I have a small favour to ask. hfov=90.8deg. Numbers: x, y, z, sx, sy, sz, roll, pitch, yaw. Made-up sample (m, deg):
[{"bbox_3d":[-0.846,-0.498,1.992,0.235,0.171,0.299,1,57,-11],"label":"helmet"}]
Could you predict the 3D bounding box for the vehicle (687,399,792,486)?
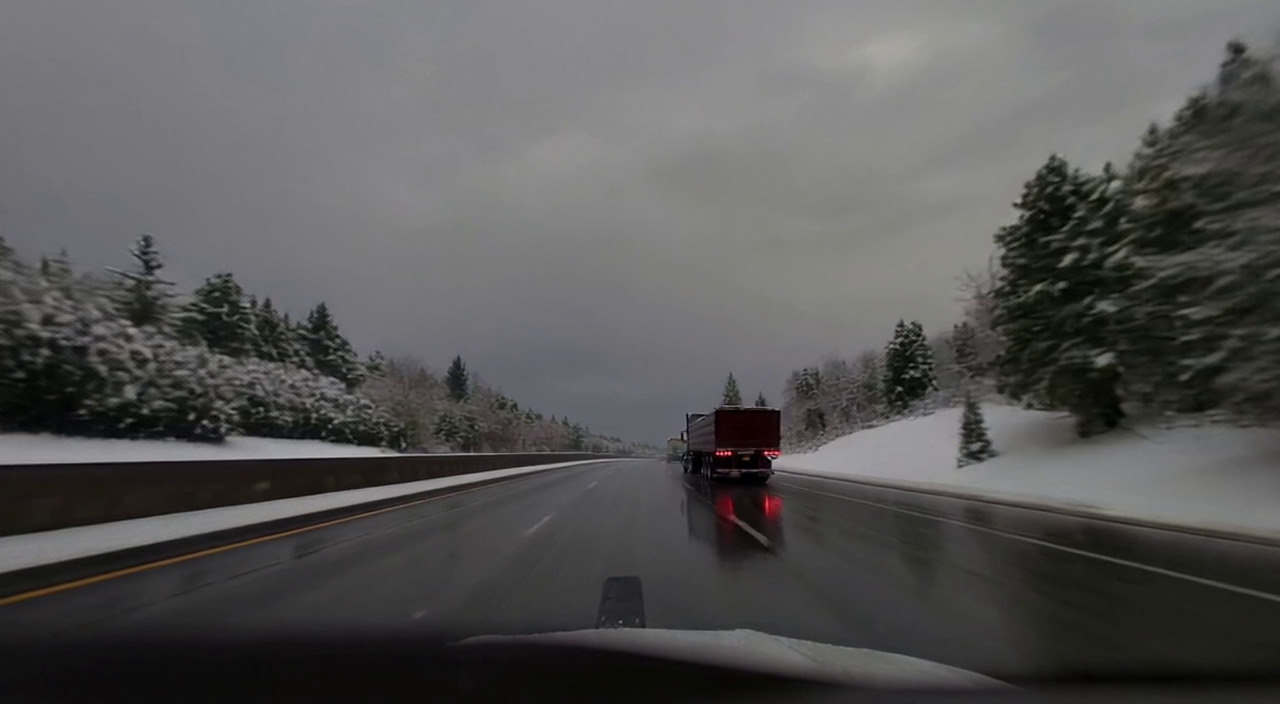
[{"bbox_3d":[4.503,4.714,32.273,2.868,3.427,14.032,0,-9,-1],"label":"vehicle"}]
